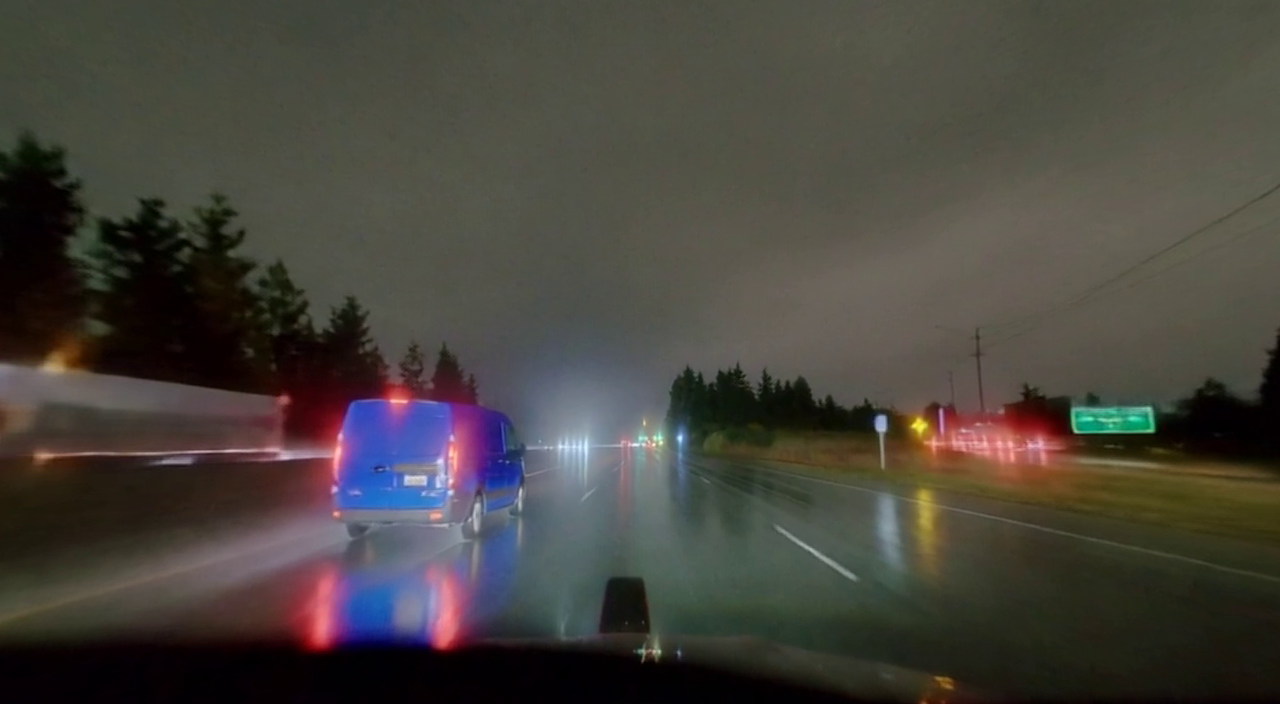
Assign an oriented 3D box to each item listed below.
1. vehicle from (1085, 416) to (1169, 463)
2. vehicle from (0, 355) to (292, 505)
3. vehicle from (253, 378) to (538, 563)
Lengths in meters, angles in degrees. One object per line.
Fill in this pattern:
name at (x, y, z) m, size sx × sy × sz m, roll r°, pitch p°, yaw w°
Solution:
vehicle at (31.486, 5.674, 40.933) m, size 2.207 × 2.820 × 5.493 m, roll -2°, pitch -8°, yaw 15°
vehicle at (-19.314, 3.120, 24.104) m, size 3.495 × 4.081 × 14.680 m, roll 0°, pitch -8°, yaw 0°
vehicle at (-3.080, 1.625, 9.308) m, size 2.281 × 2.025 × 4.586 m, roll 0°, pitch -8°, yaw 1°
